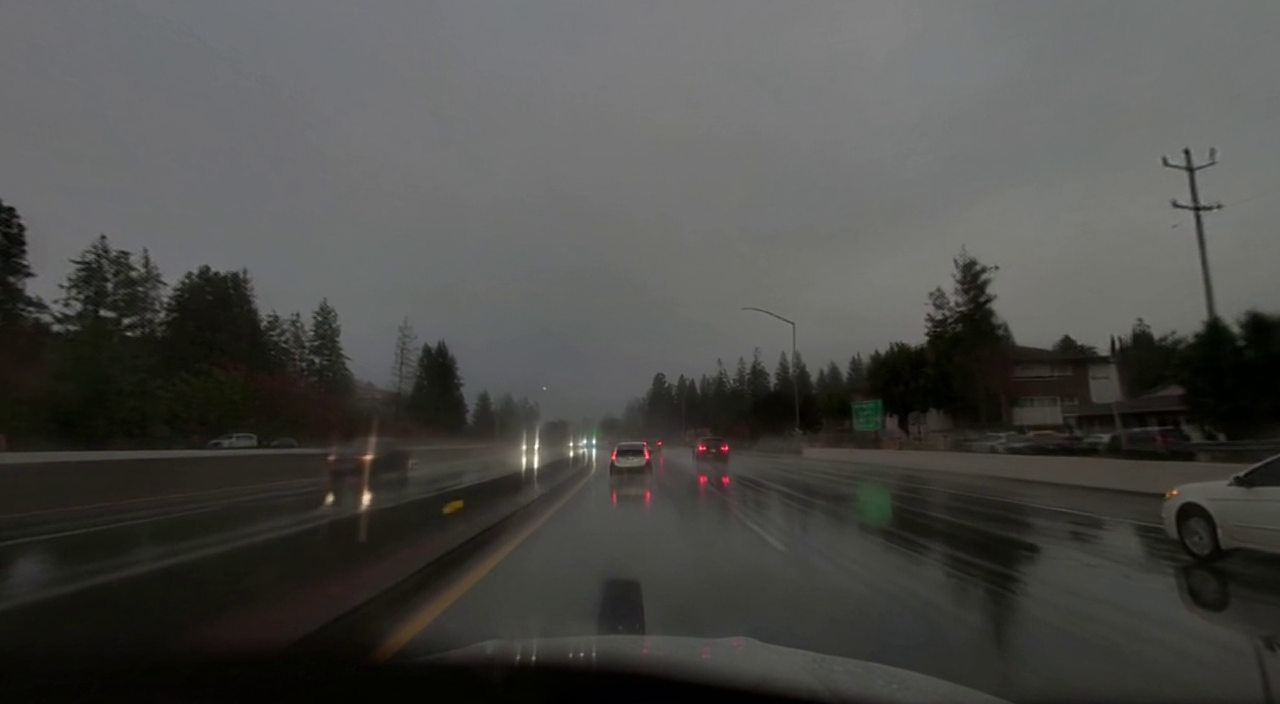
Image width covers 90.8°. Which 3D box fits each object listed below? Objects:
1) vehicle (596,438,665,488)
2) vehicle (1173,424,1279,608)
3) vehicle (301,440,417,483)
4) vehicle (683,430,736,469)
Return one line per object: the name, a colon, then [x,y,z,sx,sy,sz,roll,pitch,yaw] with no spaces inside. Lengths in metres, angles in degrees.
vehicle: [-0.255,3.572,20.565,2.040,1.451,3.736,0,-8,0]
vehicle: [6.389,1.106,3.669,2.434,1.467,4.726,0,-8,-1]
vehicle: [-11.011,4.314,25.239,2.393,1.522,4.808,0,-8,0]
vehicle: [3.536,5.066,32.958,2.186,1.842,4.553,0,-8,-1]
